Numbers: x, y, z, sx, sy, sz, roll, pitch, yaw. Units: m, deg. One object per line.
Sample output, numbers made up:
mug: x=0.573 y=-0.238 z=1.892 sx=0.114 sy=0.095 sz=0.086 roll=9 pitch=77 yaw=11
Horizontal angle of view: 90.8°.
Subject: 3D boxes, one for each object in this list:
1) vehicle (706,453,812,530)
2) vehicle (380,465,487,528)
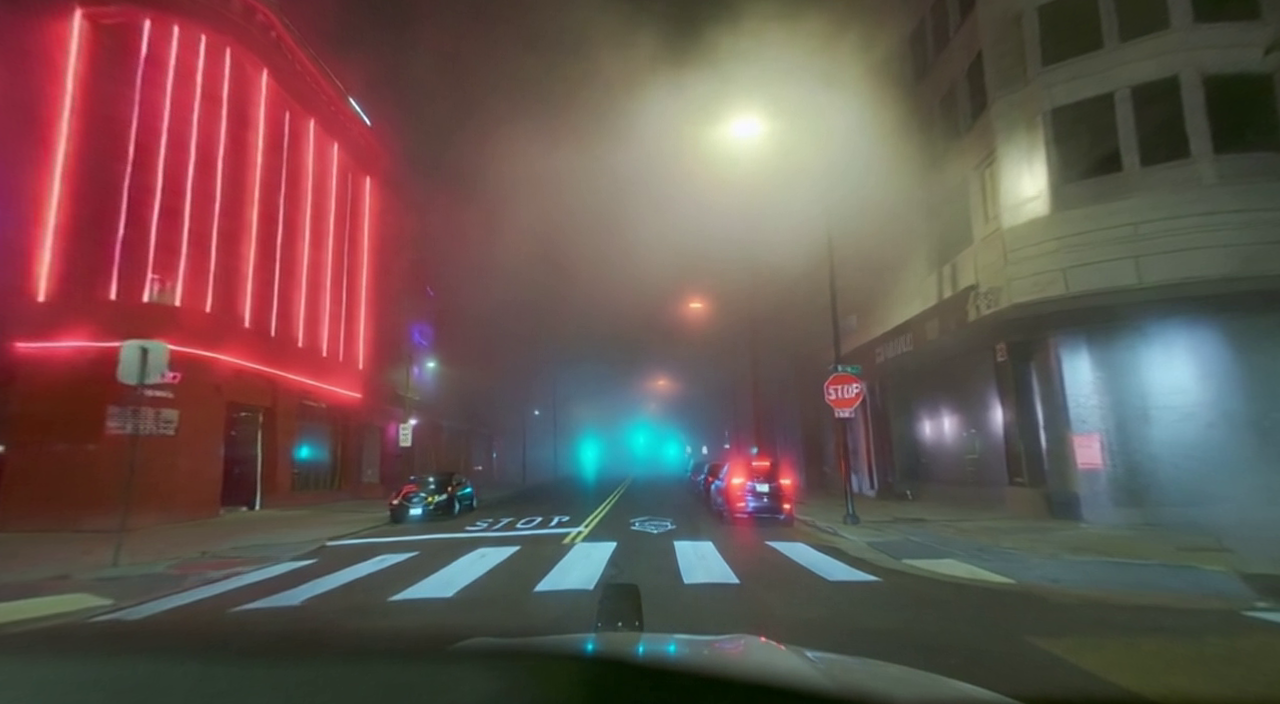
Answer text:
vehicle: x=2.947 y=3.535 z=16.640 sx=1.917 sy=1.680 sz=4.500 roll=0 pitch=-9 yaw=0
vehicle: x=-5.655 y=3.977 z=17.829 sx=1.864 sy=1.447 sz=3.887 roll=0 pitch=-9 yaw=-2
